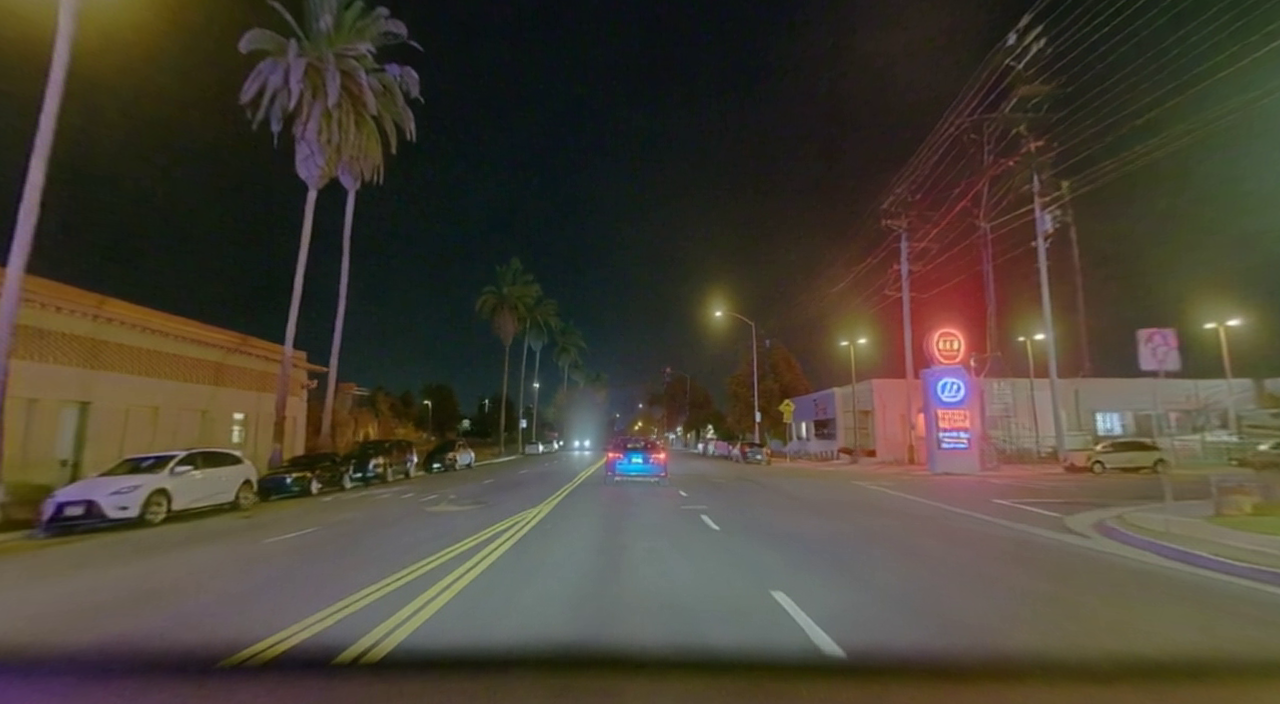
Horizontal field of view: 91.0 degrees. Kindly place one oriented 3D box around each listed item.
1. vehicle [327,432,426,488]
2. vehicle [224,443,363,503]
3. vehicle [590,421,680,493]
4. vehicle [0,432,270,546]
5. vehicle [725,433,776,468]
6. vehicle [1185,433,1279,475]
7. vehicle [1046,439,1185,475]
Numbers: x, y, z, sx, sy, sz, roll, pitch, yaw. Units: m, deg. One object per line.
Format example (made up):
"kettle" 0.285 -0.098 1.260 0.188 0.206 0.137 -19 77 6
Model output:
"vehicle" -10.016 4.128 24.324 1.958 1.937 4.114 0 -9 1
"vehicle" -10.066 3.516 18.710 1.812 1.578 4.037 0 -9 0
"vehicle" -0.188 3.013 18.347 2.264 1.798 4.563 0 -9 -2
"vehicle" -10.156 2.635 13.095 1.992 1.744 4.896 -1 -6 -1
"vehicle" 6.064 5.449 34.929 2.005 1.775 4.324 0 -9 0
"vehicle" 27.422 4.482 27.830 4.708 1.742 2.025 0 -9 0
"vehicle" 20.779 4.590 27.630 4.488 1.470 1.994 0 -9 -2
